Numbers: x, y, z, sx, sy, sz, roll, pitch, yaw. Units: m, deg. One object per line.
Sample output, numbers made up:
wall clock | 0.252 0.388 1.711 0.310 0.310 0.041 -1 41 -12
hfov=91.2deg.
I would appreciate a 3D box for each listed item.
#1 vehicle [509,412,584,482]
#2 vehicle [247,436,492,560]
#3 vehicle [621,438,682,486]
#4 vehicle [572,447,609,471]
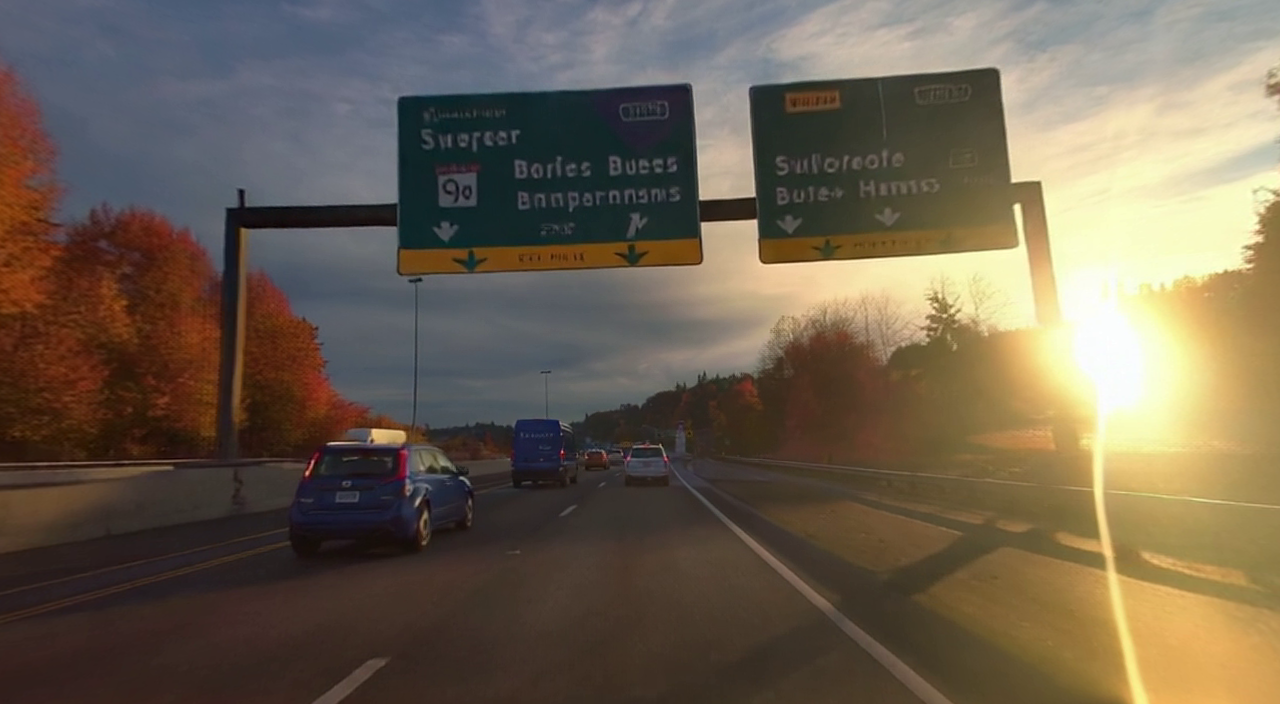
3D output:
vehicle | -3.908 4.120 27.323 2.275 2.692 5.810 0 -9 1
vehicle | -3.759 2.086 9.658 1.977 1.485 3.973 0 -9 0
vehicle | 0.439 4.284 24.652 2.195 1.679 4.070 0 -9 1
vehicle | -3.252 7.103 41.843 2.015 1.496 4.312 -1 -9 1
